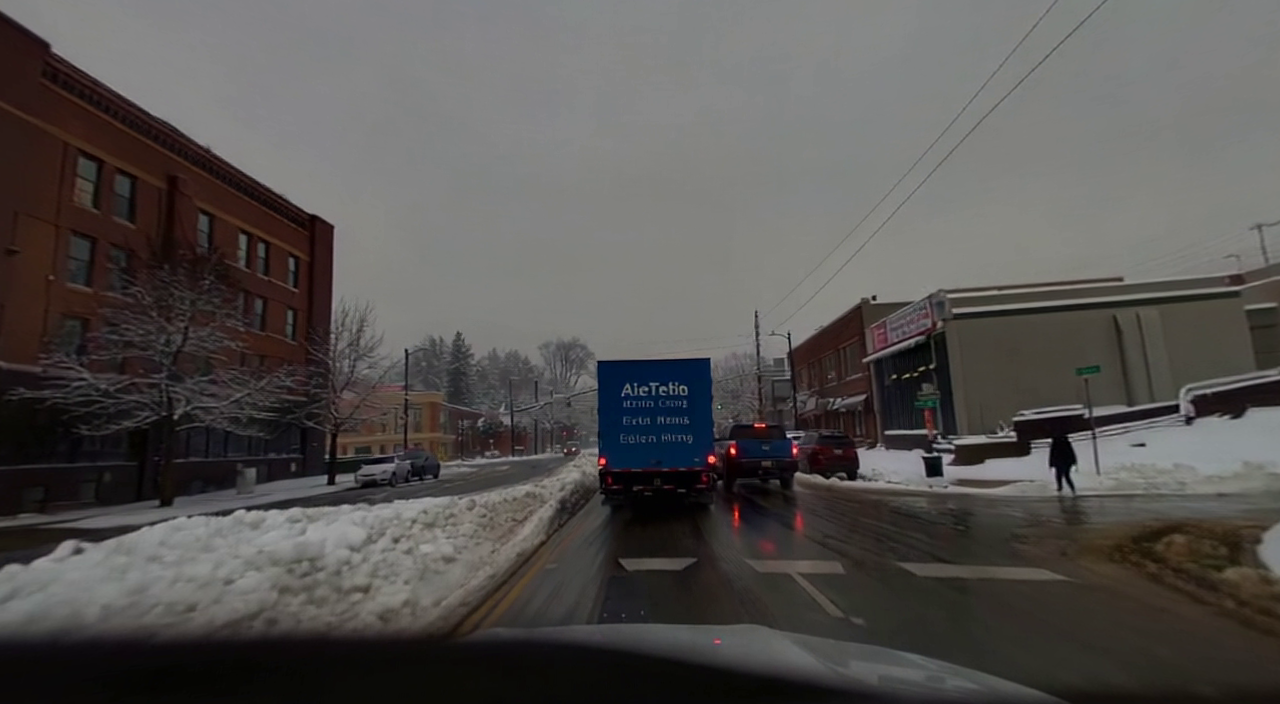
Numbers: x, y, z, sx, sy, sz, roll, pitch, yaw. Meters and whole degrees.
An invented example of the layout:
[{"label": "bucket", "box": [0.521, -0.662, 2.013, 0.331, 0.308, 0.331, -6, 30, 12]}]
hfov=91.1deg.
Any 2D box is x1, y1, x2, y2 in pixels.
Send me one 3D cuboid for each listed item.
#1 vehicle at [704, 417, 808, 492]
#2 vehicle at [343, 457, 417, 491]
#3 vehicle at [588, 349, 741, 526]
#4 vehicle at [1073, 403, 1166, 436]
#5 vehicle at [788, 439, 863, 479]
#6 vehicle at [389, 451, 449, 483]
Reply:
[{"label": "vehicle", "box": [3.500, 3.261, 20.162, 2.346, 2.062, 5.236, 0, -8, 0]}, {"label": "vehicle", "box": [-13.256, 6.234, 32.294, 1.901, 1.508, 4.405, 0, -8, 0]}, {"label": "vehicle", "box": [0.293, 1.847, 13.539, 2.517, 2.926, 6.177, 0, -9, -2]}, {"label": "vehicle", "box": [26.031, 3.739, 34.251, 1.811, 1.623, 3.921, 1, -9, -3]}, {"label": "vehicle", "box": [7.791, 4.539, 26.819, 1.951, 1.548, 4.290, 0, -9, 1]}, {"label": "vehicle", "box": [-13.103, 6.812, 37.500, 1.943, 1.682, 4.365, 0, -8, 0]}]
